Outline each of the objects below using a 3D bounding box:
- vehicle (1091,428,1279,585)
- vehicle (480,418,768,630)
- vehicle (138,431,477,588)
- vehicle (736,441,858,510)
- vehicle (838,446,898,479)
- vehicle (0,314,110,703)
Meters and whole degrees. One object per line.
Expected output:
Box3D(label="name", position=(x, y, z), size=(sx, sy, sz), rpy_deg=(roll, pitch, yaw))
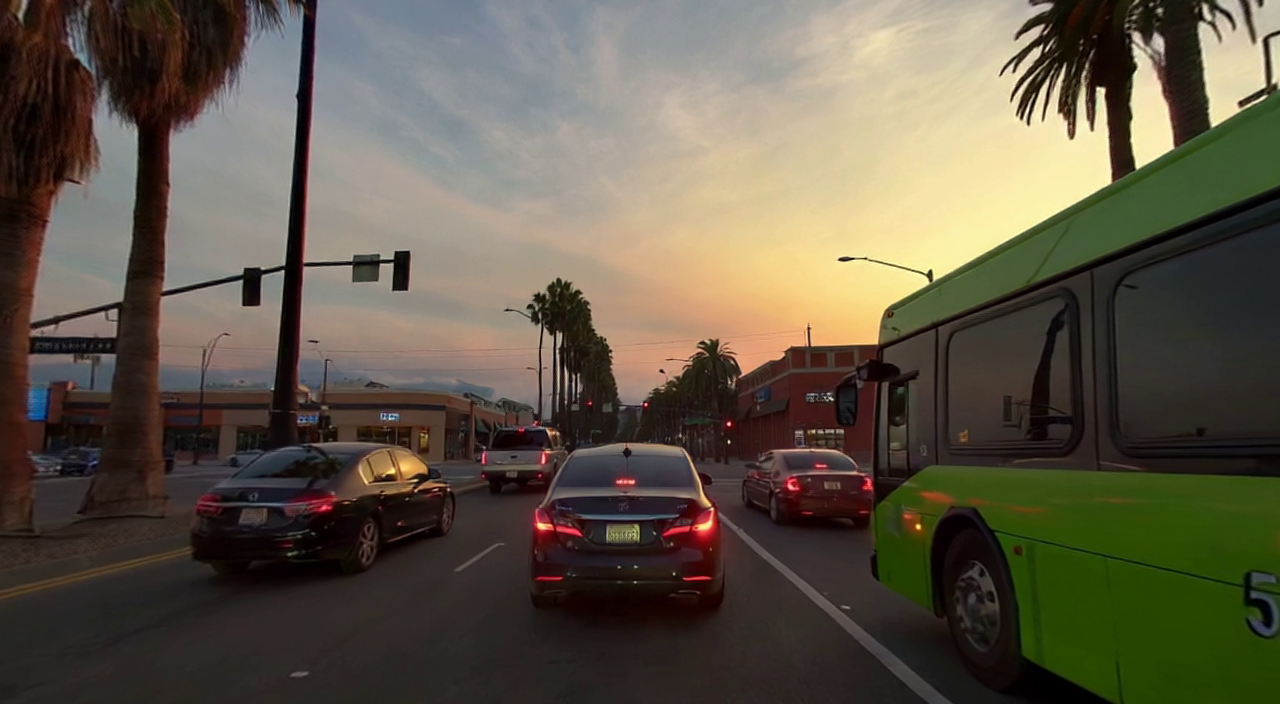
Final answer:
Box3D(label="vehicle", position=(7.700, 1.678, 7.075), size=(2.181, 1.607, 4.236), rpy_deg=(0, -9, 1))
Box3D(label="vehicle", position=(-0.120, 1.528, 6.520), size=(2.060, 1.499, 3.831), rpy_deg=(0, -9, 0))
Box3D(label="vehicle", position=(-3.610, 1.768, 7.952), size=(1.919, 1.415, 4.178), rpy_deg=(0, -9, 1))
Box3D(label="vehicle", position=(3.726, 2.997, 15.859), size=(1.989, 1.467, 4.364), rpy_deg=(0, -9, 1))
Box3D(label="vehicle", position=(11.938, 5.712, 32.944), size=(2.089, 1.597, 4.440), rpy_deg=(-5, -10, 30))
Box3D(label="vehicle", position=(-3.571, 0.467, 0.323), size=(2.145, 1.824, 4.974), rpy_deg=(0, -9, 2))
